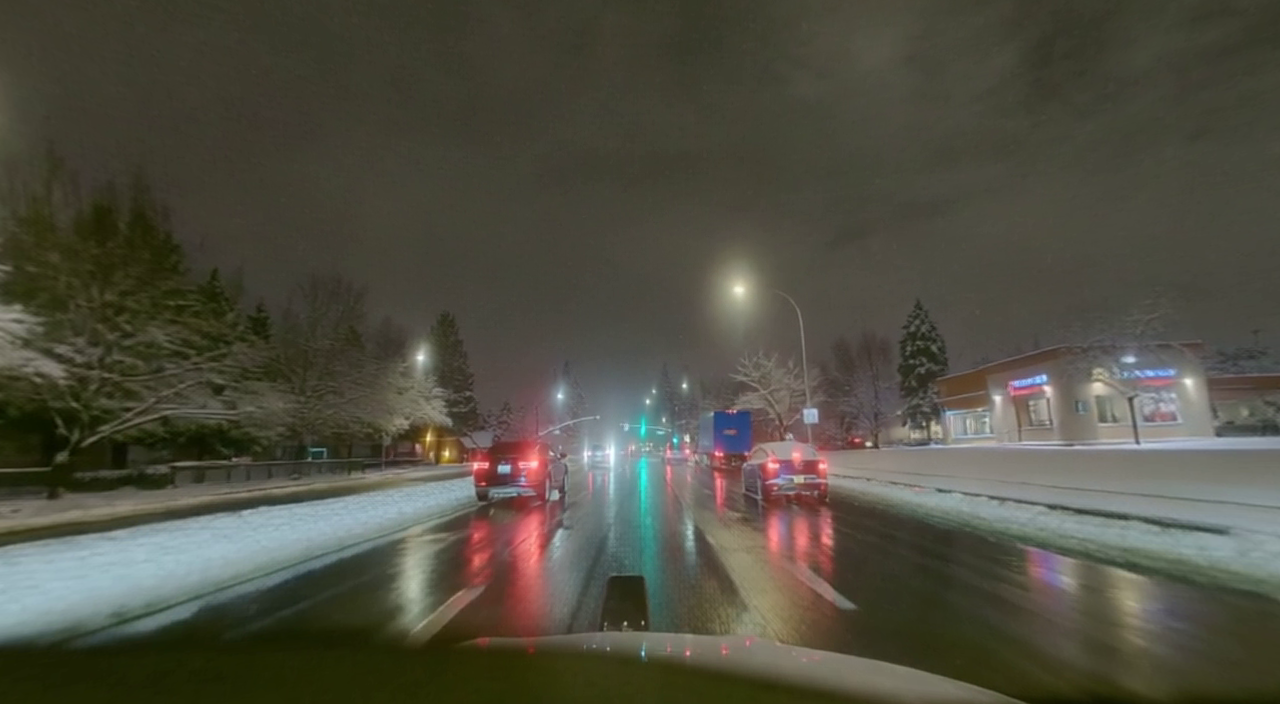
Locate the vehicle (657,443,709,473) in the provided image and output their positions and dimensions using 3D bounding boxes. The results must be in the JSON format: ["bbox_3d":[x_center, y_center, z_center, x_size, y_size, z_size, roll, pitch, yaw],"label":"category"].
[{"bbox_3d":[2.154,5.536,33.074,2.020,1.461,4.326,1,-9,-5],"label":"vehicle"}]

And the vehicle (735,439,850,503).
[{"bbox_3d":[3.812,3.044,16.559,1.972,1.452,4.189,0,-8,0],"label":"vehicle"}]

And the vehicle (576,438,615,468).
[{"bbox_3d":[-2.758,6.457,40.302,2.137,1.796,4.304,0,-8,1],"label":"vehicle"}]

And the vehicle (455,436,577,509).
[{"bbox_3d":[-2.846,2.871,15.536,2.003,1.509,4.396,-1,-9,2],"label":"vehicle"}]
